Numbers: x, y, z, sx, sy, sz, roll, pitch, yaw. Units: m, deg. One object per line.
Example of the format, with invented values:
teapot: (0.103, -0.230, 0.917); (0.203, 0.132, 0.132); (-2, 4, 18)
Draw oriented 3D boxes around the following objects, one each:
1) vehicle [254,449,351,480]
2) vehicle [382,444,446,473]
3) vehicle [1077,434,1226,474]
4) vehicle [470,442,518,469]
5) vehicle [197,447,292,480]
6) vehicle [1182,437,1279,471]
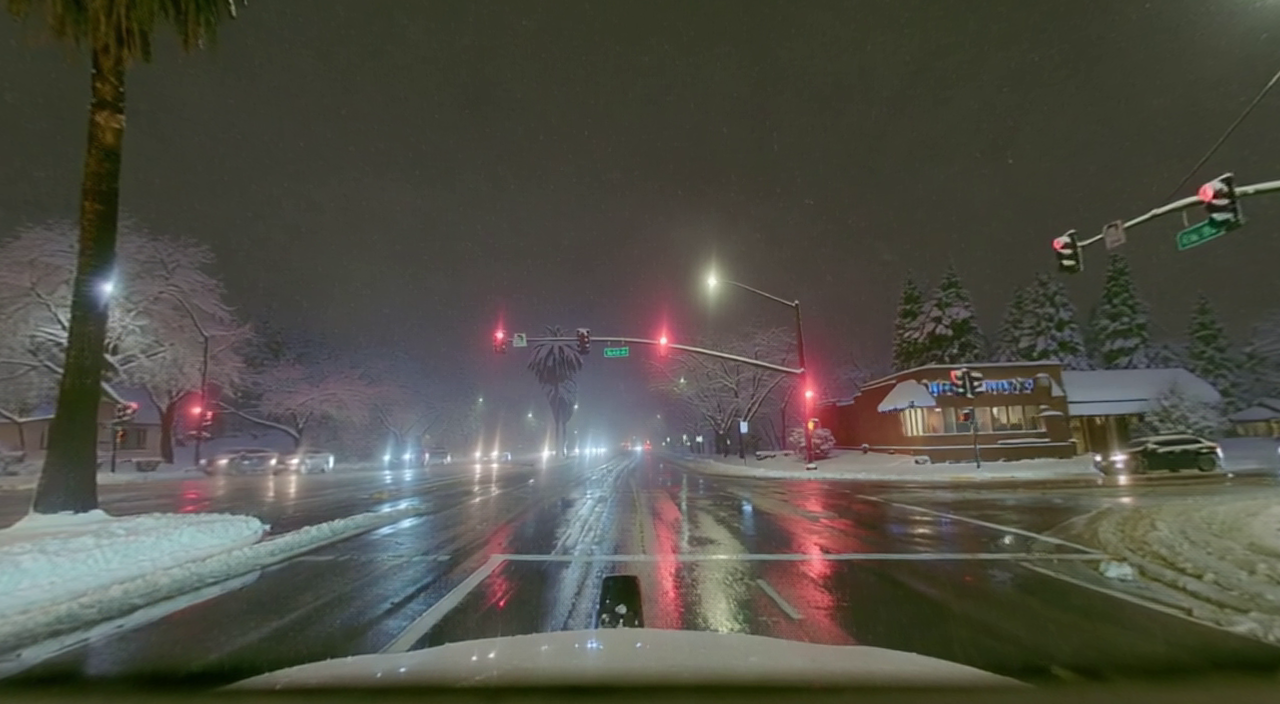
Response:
vehicle: (-17.510, 5.833, 33.131); (2.221, 1.449, 5.092); (0, -9, 1)
vehicle: (-13.782, 6.519, 38.931); (2.074, 1.671, 4.755); (0, -9, 2)
vehicle: (22.243, 4.444, 27.635); (4.533, 1.676, 2.236); (0, -9, -1)
vehicle: (-9.702, 6.900, 42.393); (2.074, 1.681, 4.417); (0, -9, 1)
vehicle: (-21.169, 5.971, 34.093); (2.107, 1.642, 4.561); (0, -9, 1)
vehicle: (27.404, 4.597, 28.489); (4.625, 1.451, 1.801); (1, -9, -9)
